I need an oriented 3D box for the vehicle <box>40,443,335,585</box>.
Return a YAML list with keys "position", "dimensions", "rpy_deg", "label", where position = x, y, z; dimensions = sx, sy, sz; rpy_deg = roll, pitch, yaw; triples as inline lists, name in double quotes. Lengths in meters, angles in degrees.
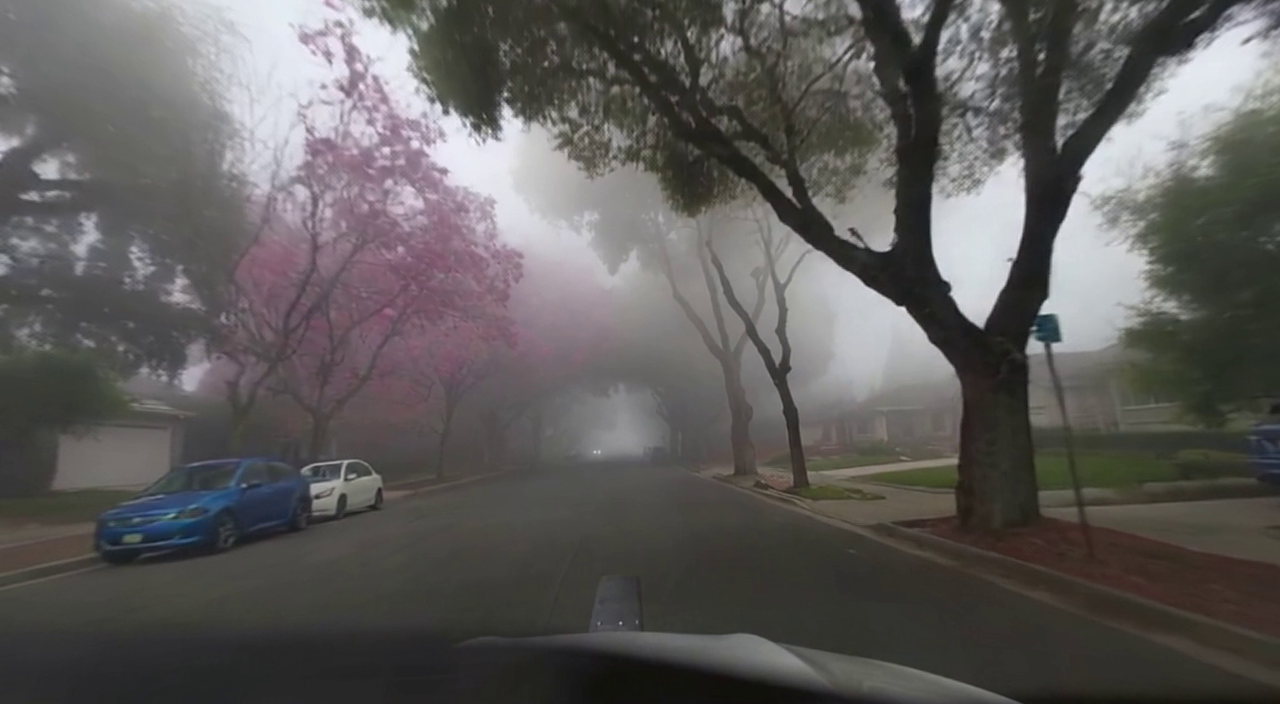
- position: [-6.402, 2.230, 9.682]
  dimensions: [1.874, 1.497, 4.233]
  rpy_deg: [-2, -7, -8]
  label: "vehicle"
